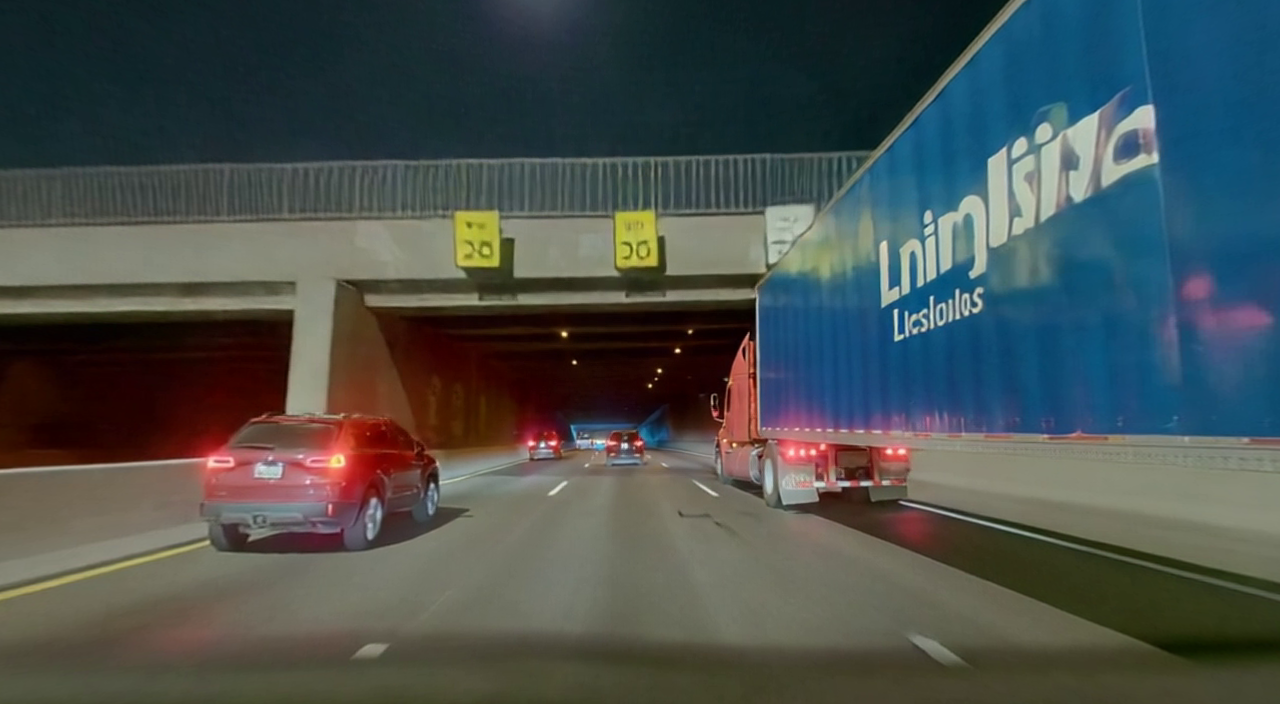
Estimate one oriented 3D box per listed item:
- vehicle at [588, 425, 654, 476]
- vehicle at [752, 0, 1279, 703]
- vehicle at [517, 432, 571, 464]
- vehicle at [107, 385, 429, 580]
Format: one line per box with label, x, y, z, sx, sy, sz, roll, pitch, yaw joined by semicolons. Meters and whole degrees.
vehicle;-0.647;3.412;22.083;2.094;1.600;3.666;0;-8;-1
vehicle;3.908;0.012;5.841;2.842;4.108;14.081;0;-8;-1
vehicle;-4.639;4.702;31.059;2.019;1.435;4.317;0;-8;-1
vehicle;-3.750;1.335;7.031;1.826;1.695;2.870;0;-8;-1
